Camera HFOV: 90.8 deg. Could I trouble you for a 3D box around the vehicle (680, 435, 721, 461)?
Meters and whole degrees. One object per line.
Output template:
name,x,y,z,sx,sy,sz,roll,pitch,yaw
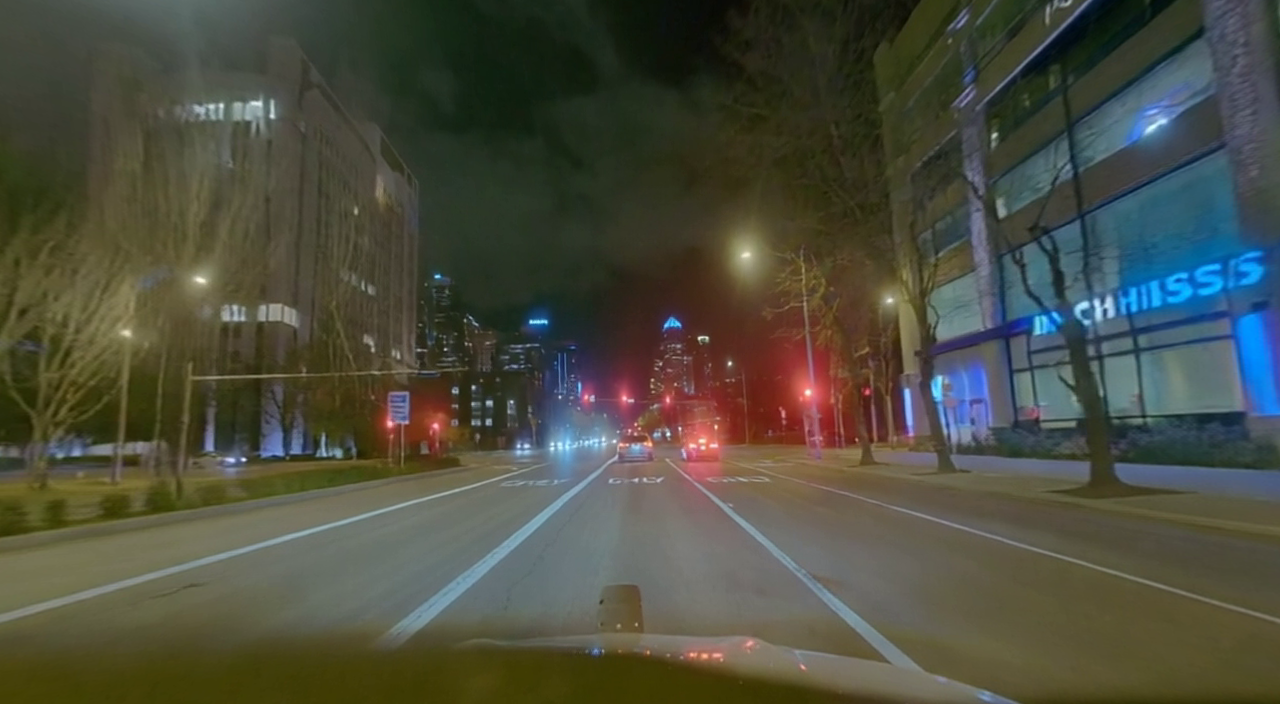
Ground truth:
vehicle,3.577,5.773,38.149,2.080,1.472,4.401,0,-8,0

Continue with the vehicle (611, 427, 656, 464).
vehicle,-0.343,5.208,35.234,2.313,1.860,4.319,0,-8,0
